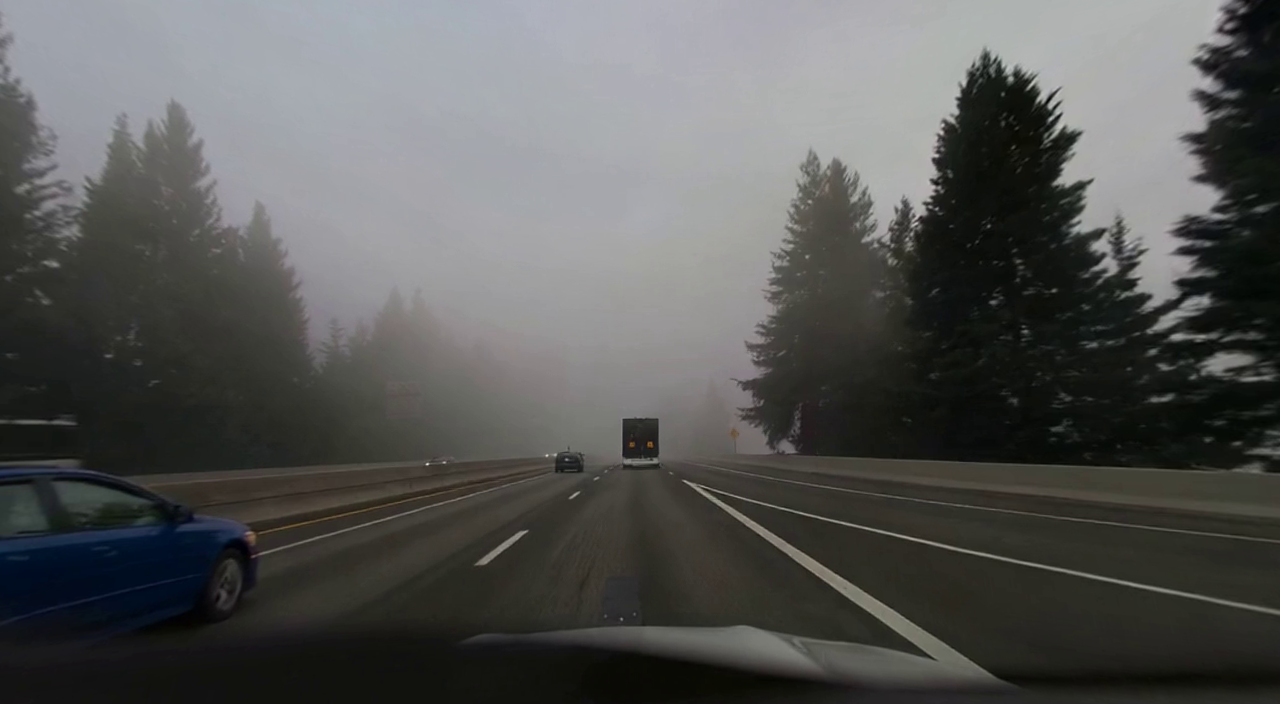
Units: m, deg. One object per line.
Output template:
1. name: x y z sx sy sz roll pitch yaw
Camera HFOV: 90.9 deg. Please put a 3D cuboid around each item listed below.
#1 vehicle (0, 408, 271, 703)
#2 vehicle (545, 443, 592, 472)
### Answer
1. vehicle: -3.752 0.960 2.450 1.916 1.506 4.476 0 -9 0
2. vehicle: -4.281 6.358 38.280 2.311 1.655 4.382 0 -9 1
